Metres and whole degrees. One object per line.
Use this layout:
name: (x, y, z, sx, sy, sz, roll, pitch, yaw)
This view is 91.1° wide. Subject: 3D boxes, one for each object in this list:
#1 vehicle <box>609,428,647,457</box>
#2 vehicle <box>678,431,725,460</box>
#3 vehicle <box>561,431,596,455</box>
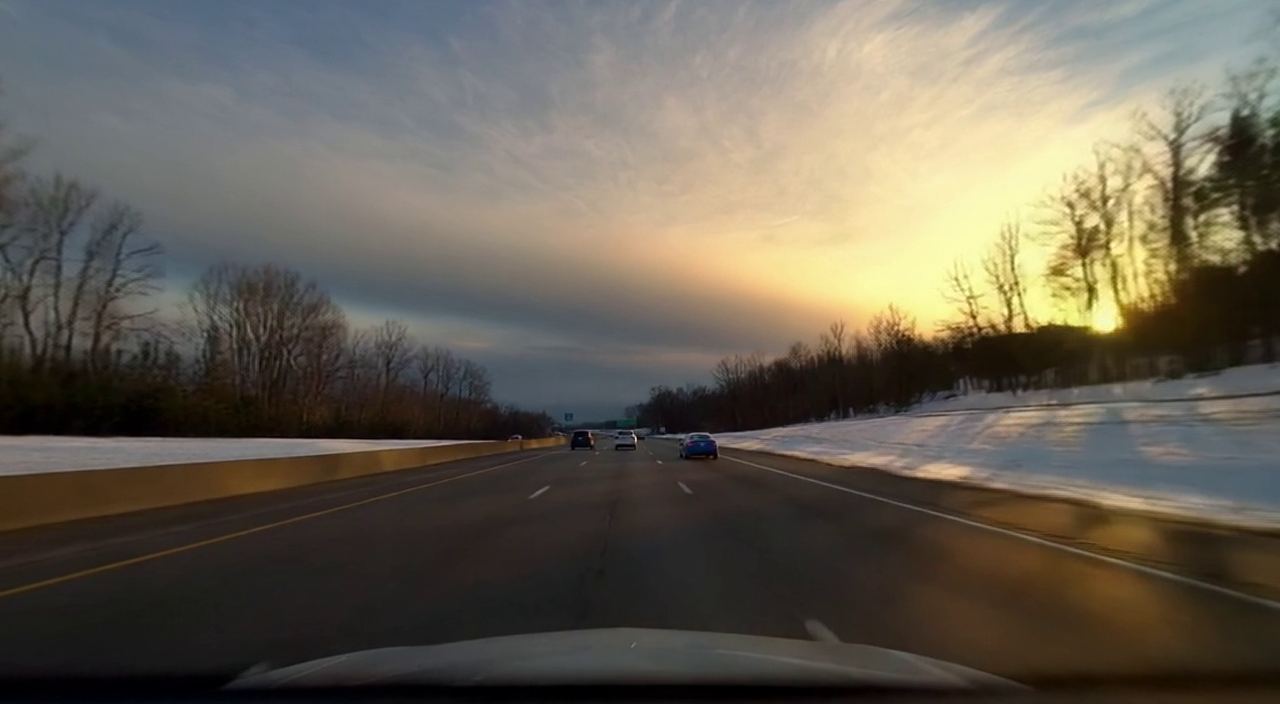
vehicle: (-0.738, 5.504, 38.408, 2.182, 1.680, 4.253, 0, -8, -1)
vehicle: (3.343, 5.174, 35.019, 2.056, 1.479, 4.660, 0, -8, -1)
vehicle: (-4.140, 6.204, 42.822, 2.041, 1.546, 4.080, 0, -8, -1)
